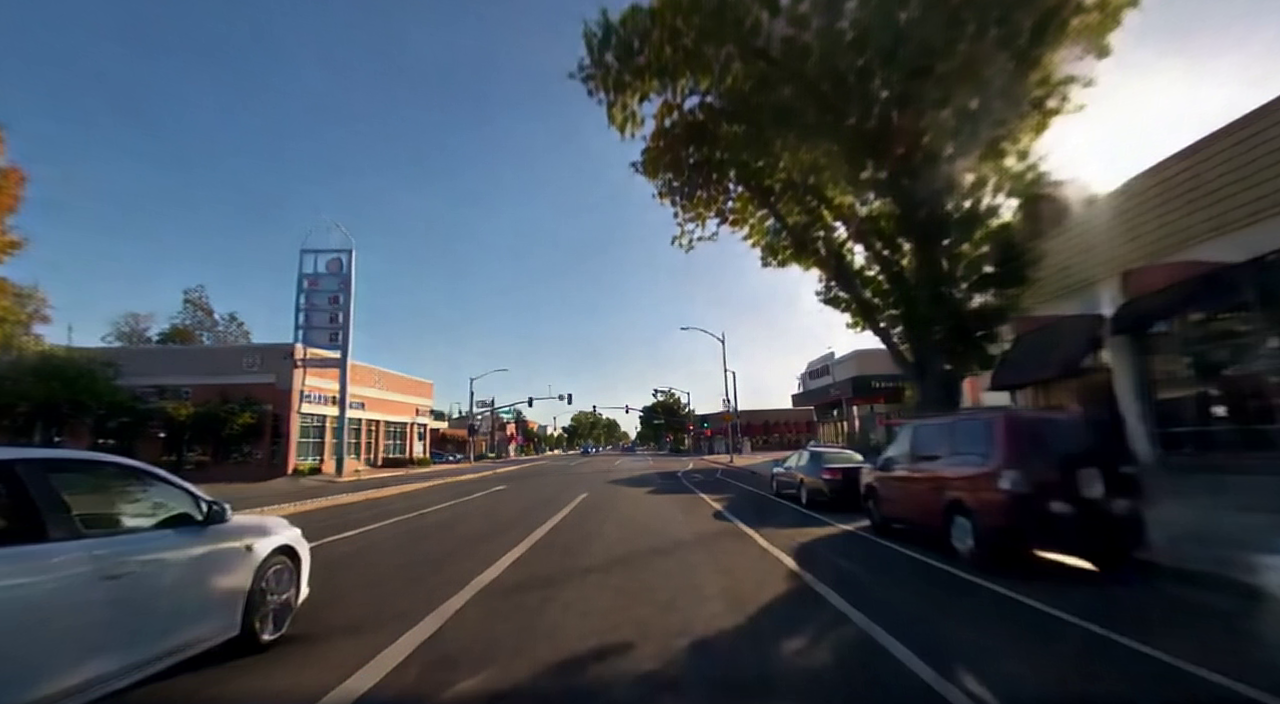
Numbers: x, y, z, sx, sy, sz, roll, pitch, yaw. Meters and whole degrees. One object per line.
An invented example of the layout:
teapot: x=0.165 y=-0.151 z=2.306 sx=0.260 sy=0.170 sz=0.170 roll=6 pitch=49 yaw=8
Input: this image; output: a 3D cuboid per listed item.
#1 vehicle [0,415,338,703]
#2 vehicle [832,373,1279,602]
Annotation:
vehicle: x=-3.047 y=0.932 z=2.060 sx=1.874 sy=1.424 sz=4.553 roll=0 pitch=-9 yaw=0
vehicle: x=4.487 y=1.581 z=8.313 sx=2.110 sy=1.992 sz=5.428 roll=0 pitch=-9 yaw=-1
